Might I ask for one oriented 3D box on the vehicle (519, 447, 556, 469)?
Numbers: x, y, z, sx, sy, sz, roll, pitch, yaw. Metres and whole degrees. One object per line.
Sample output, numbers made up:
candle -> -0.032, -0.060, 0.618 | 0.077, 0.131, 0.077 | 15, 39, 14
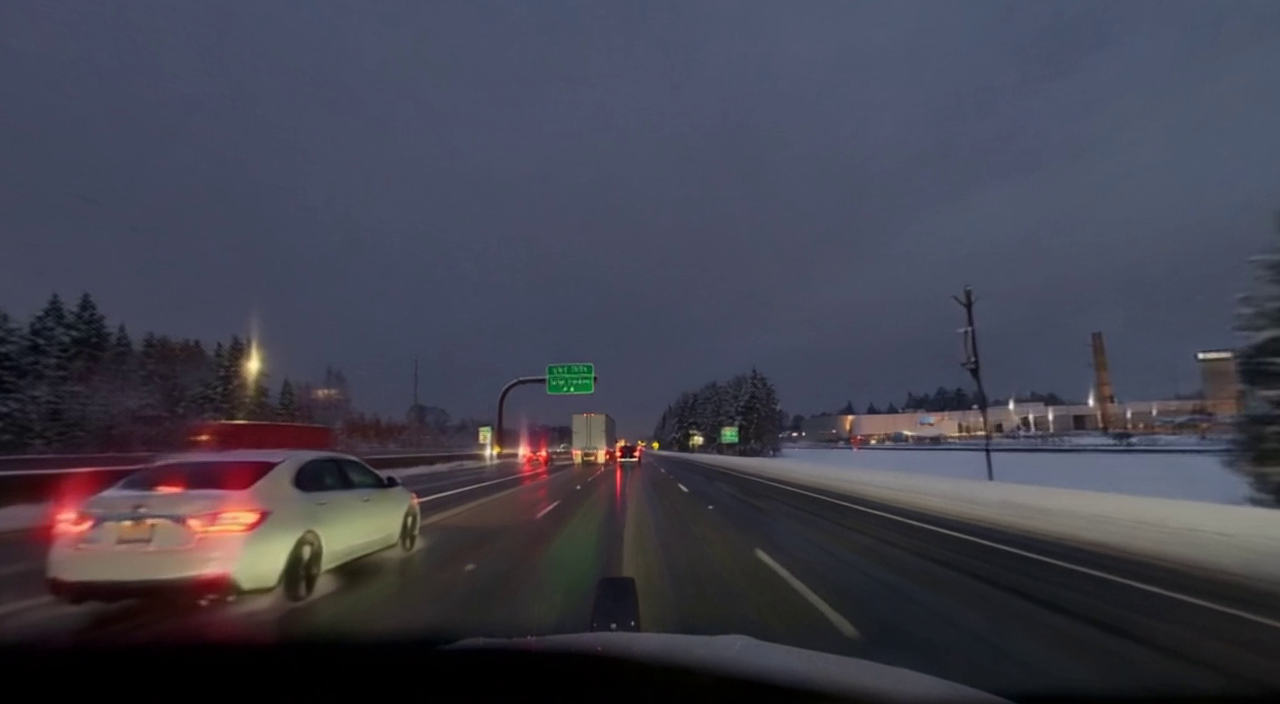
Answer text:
vehicle -> -7.475, 7.770, 46.561 | 2.026, 1.477, 4.467 | 0, -9, 0

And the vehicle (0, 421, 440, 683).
vehicle -> -3.601, 1.504, 5.947 | 1.997, 1.507, 4.391 | 0, -9, 0

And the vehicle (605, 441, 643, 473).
vehicle -> -0.864, 5.908, 35.741 | 2.033, 1.669, 4.112 | 0, -9, 0
